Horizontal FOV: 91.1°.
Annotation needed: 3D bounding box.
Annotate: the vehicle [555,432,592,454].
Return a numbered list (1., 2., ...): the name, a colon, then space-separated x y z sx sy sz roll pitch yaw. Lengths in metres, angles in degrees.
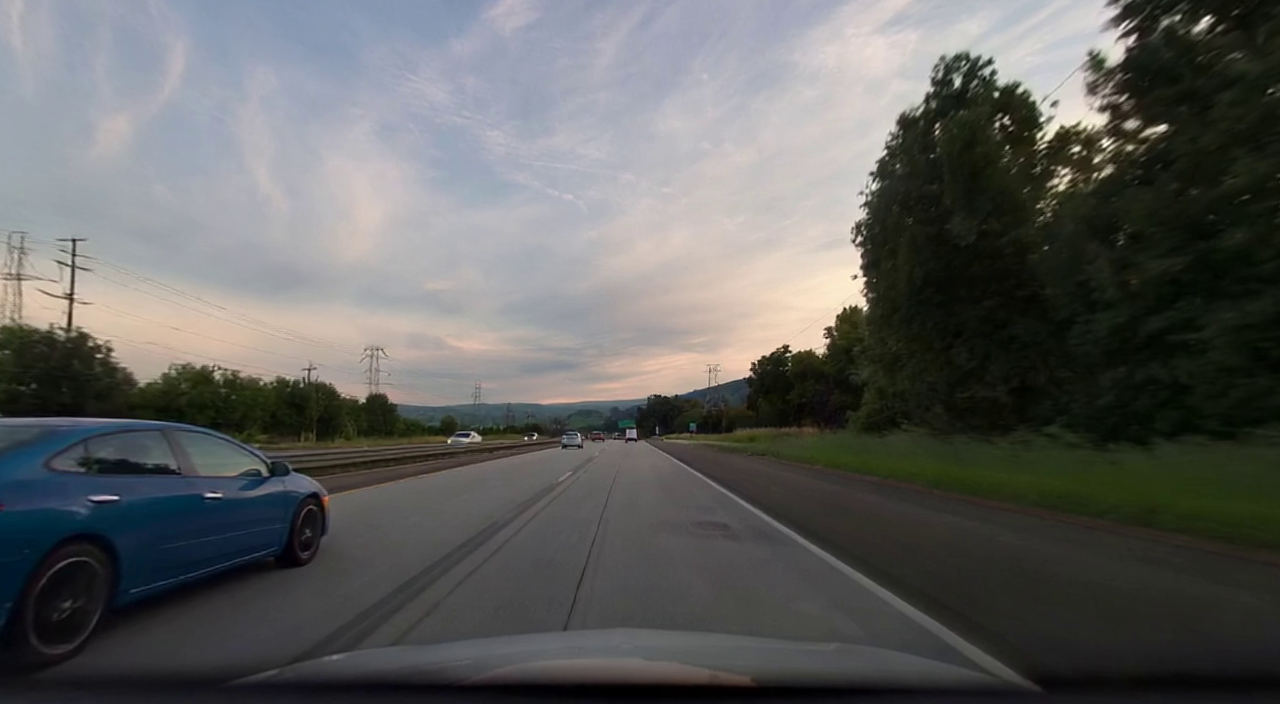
1. vehicle: -4.548 6.300 43.620 2.080 1.478 4.347 0 -8 0

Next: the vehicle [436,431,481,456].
1. vehicle: -13.413 6.811 46.783 2.024 1.762 4.513 0 -8 0

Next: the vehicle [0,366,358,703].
1. vehicle: -3.850 1.043 4.168 2.023 1.580 4.259 0 -8 -1
